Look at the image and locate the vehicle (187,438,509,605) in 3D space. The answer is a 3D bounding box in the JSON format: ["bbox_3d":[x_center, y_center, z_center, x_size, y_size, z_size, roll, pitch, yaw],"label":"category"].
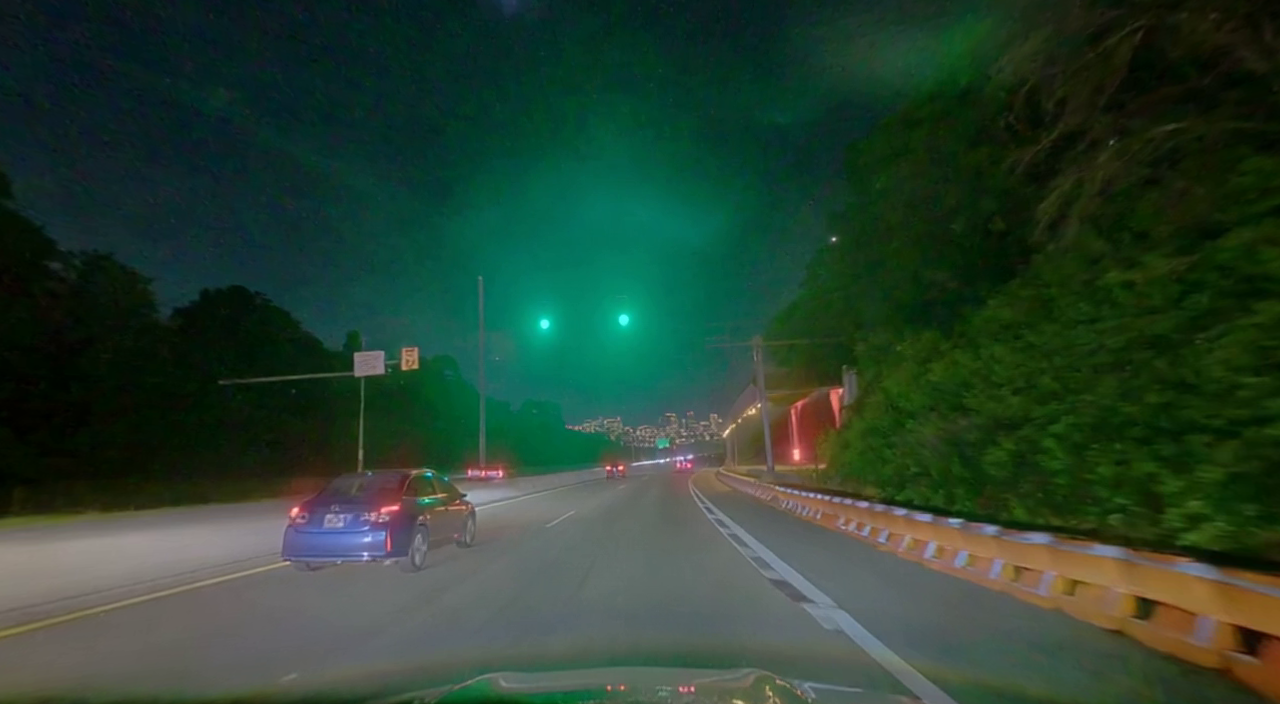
[{"bbox_3d":[-3.061,1.876,7.652,1.992,1.466,3.690,0,-10,2],"label":"vehicle"}]
